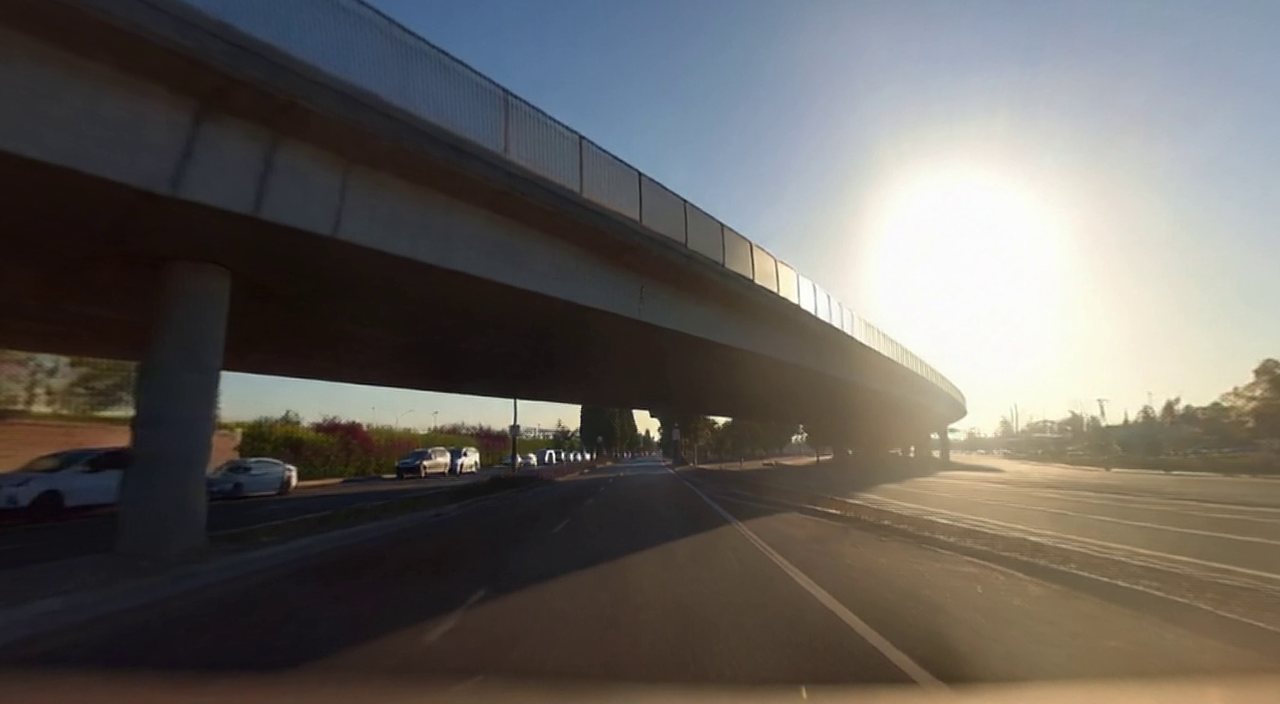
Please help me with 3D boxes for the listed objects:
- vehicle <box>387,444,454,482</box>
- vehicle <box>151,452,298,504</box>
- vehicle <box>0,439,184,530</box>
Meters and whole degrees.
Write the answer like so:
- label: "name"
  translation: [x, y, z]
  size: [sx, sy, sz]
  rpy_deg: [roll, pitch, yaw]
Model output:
- label: "vehicle"
  translation: [-13.083, 6.647, 38.083]
  size: [2.136, 2.016, 5.354]
  rpy_deg: [2, -9, -1]
- label: "vehicle"
  translation: [-13.727, 4.202, 21.277]
  size: [1.847, 1.498, 4.368]
  rpy_deg: [1, -10, 2]
- label: "vehicle"
  translation: [-13.649, 3.040, 15.221]
  size: [1.886, 1.801, 4.337]
  rpy_deg: [2, -8, 2]
